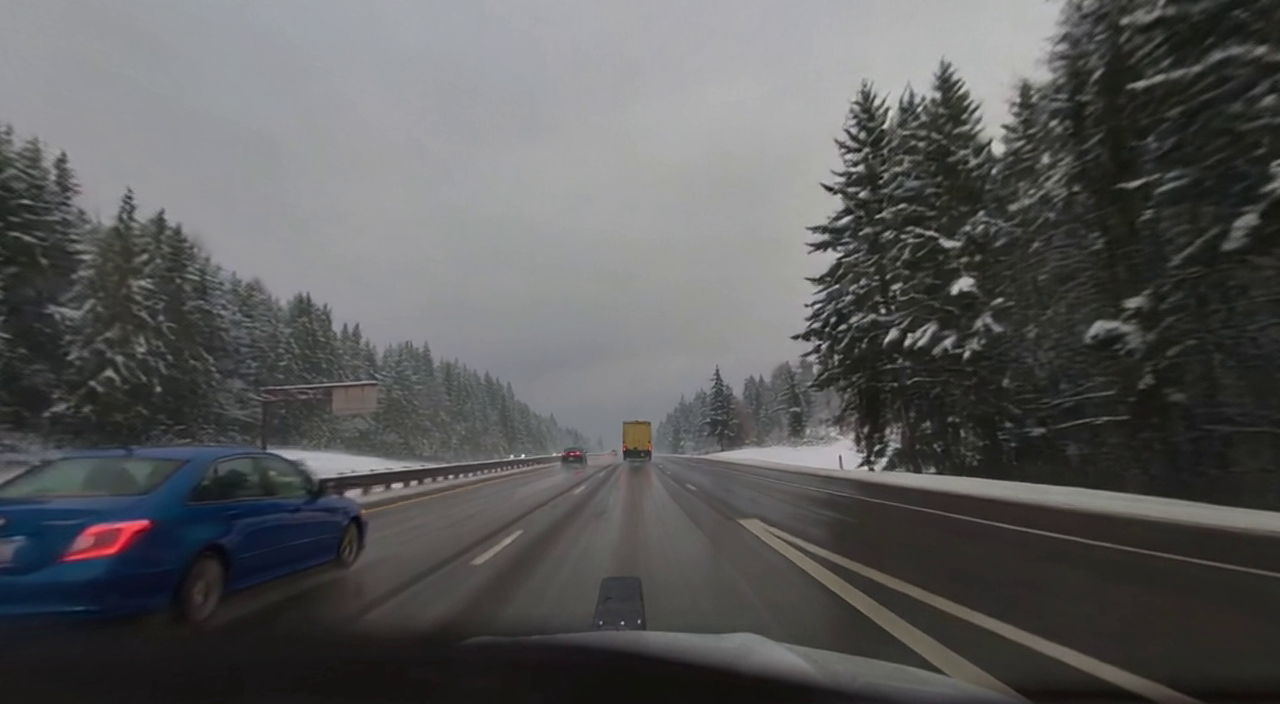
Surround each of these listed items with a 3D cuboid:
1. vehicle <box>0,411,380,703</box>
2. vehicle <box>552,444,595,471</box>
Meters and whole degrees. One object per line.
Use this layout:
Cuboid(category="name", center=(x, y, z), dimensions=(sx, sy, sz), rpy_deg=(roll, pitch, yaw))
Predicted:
Cuboid(category="vehicle", center=(-3.853, 1.309, 4.693), dimensions=(1.916, 1.506, 4.476), rpy_deg=(0, -9, 0))
Cuboid(category="vehicle", center=(-4.284, 6.902, 41.554), dimensions=(2.311, 1.655, 4.382), rpy_deg=(0, -9, 1))
